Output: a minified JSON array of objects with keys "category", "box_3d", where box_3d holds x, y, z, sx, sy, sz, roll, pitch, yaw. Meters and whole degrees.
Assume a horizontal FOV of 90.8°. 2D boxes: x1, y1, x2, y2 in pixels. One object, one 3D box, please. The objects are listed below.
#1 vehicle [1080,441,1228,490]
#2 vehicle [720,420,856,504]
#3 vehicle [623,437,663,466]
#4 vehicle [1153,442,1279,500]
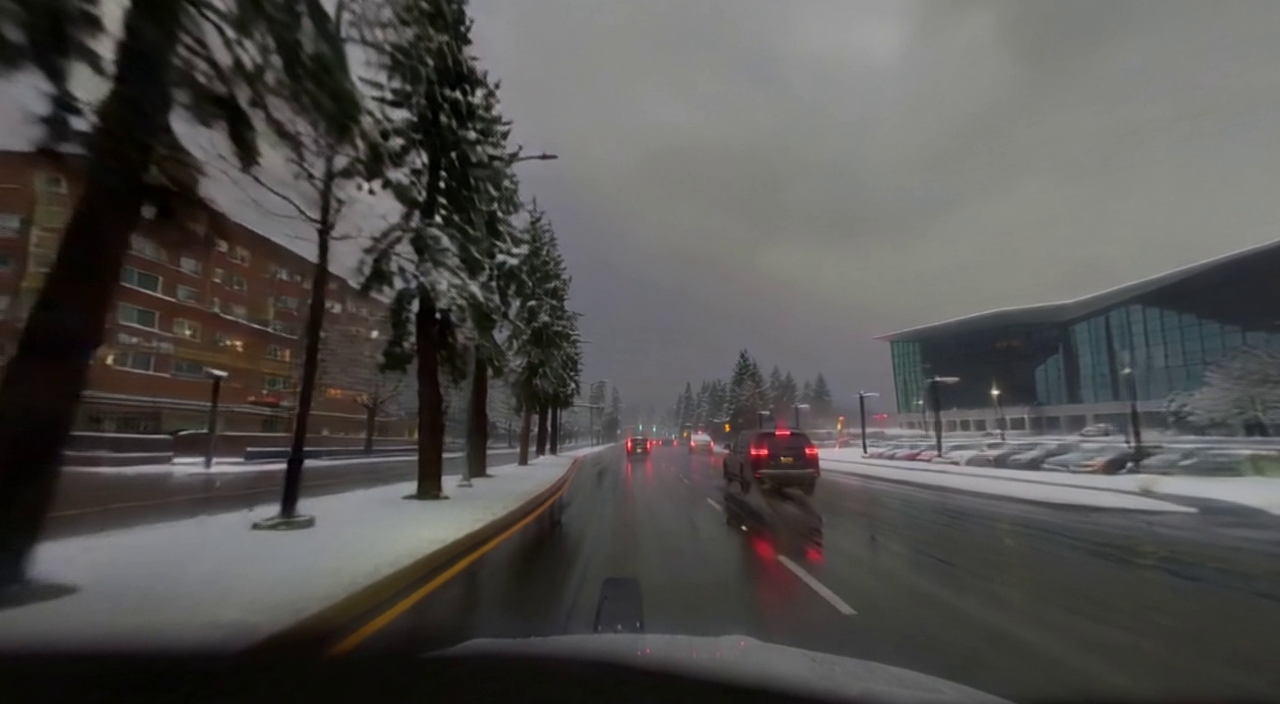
[{"category":"vehicle","box_3d":[17.349,3.770,21.316,4.578,1.477,2.067,4,-10,-27]},{"category":"vehicle","box_3d":[3.534,2.775,16.263,2.235,1.806,4.818,0,-9,-1]},{"category":"vehicle","box_3d":[0.147,5.694,36.280,2.145,1.572,4.021,0,-9,-1]},{"category":"vehicle","box_3d":[17.539,3.413,18.459,3.958,1.524,2.061,3,-9,-20]}]
